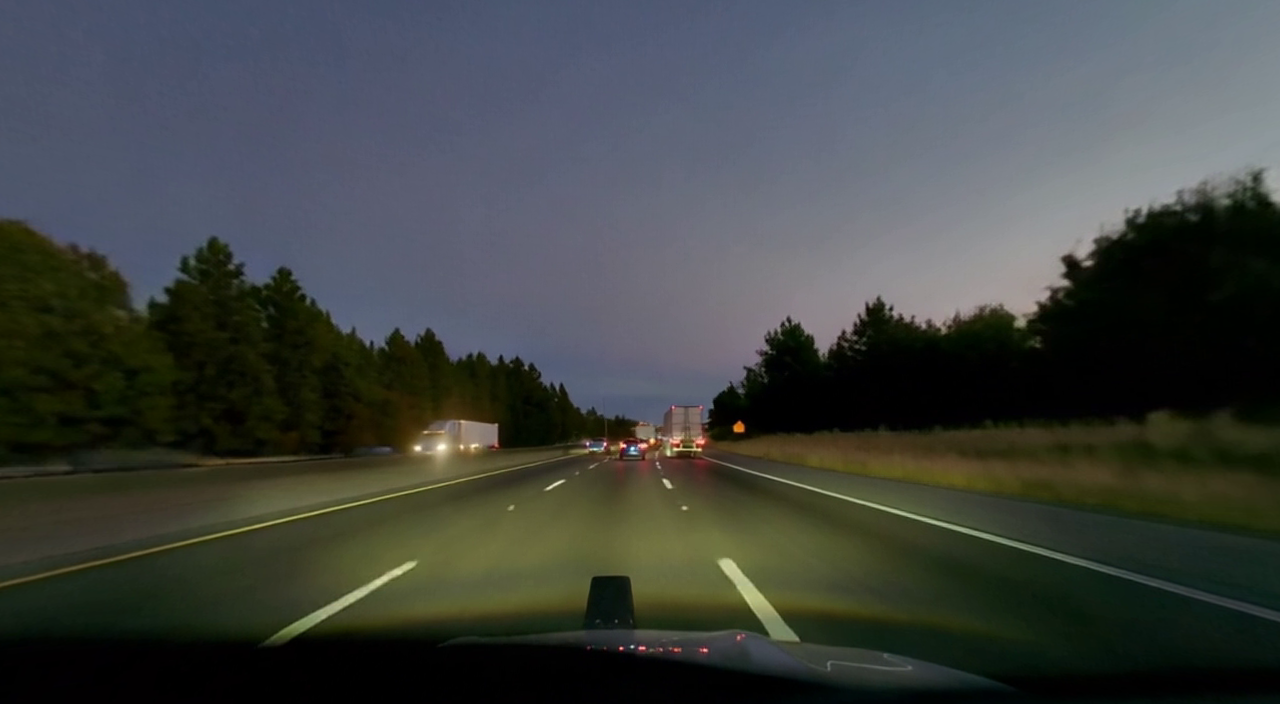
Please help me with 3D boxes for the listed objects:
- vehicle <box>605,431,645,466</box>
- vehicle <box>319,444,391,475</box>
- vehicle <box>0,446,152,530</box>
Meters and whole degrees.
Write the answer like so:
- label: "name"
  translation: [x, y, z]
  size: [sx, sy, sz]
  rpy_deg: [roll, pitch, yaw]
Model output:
- label: "vehicle"
  translation: [-0.819, 5.712, 37.525]
  size: [2.211, 1.933, 4.315]
  rpy_deg: [-1, -8, 0]
- label: "vehicle"
  translation: [-16.719, 6.278, 37.174]
  size: [2.136, 1.671, 4.417]
  rpy_deg: [-1, -8, 1]
- label: "vehicle"
  translation: [-12.788, 2.740, 13.097]
  size: [1.880, 1.515, 4.210]
  rpy_deg: [0, -8, 0]
